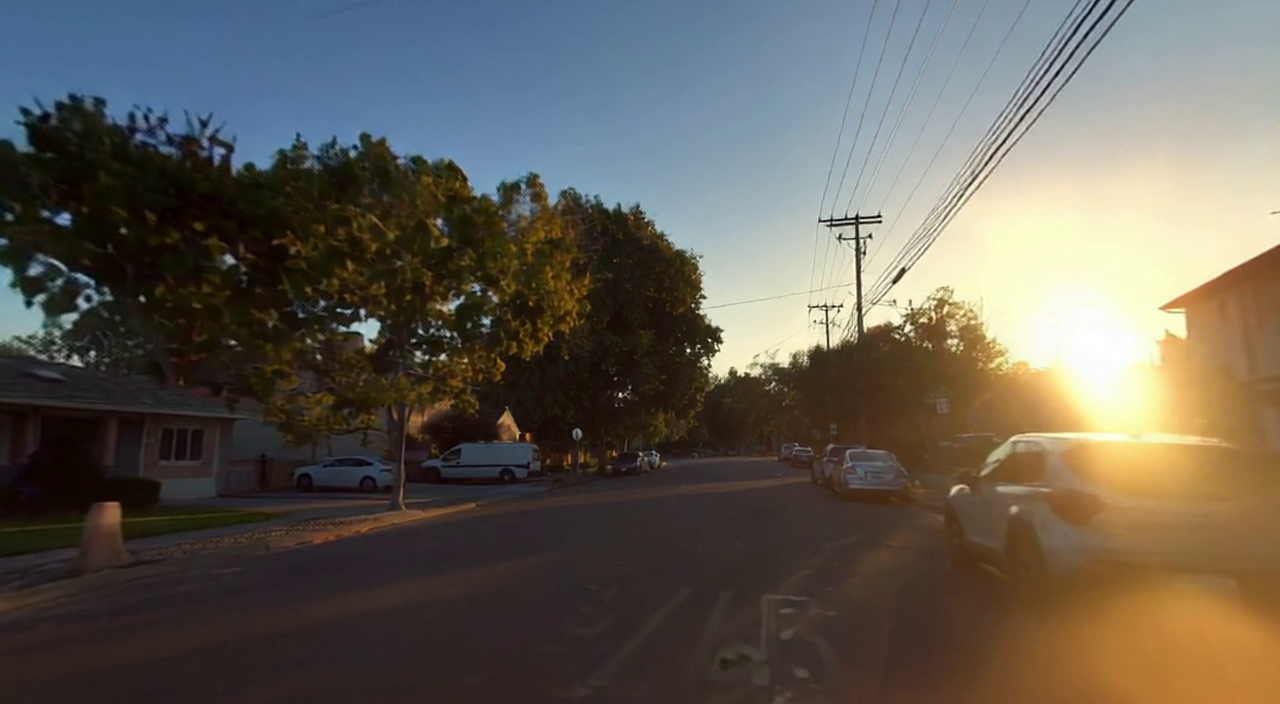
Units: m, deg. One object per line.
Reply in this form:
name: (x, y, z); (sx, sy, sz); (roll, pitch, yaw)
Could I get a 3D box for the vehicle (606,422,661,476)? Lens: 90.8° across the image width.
vehicle: (-0.297, 5.803, 37.892); (2.199, 2.902, 5.848); (-2, -9, 10)

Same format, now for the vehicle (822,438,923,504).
vehicle: (5.771, 2.962, 16.139); (1.845, 1.453, 3.792); (-2, -9, 12)

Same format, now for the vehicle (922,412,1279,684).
vehicle: (3.806, 1.381, 5.335); (1.908, 1.572, 3.105); (-2, -9, 12)

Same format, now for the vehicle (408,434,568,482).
vehicle: (-6.735, 4.726, 28.318); (6.488, 2.009, 2.354); (-2, -9, 11)

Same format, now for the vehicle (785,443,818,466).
vehicle: (10.860, 6.898, 42.608); (1.743, 1.440, 3.732); (-1, -9, 9)

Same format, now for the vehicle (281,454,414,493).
vehicle: (-11.528, 4.782, 25.034); (4.481, 1.420, 1.712); (-1, -9, 8)
